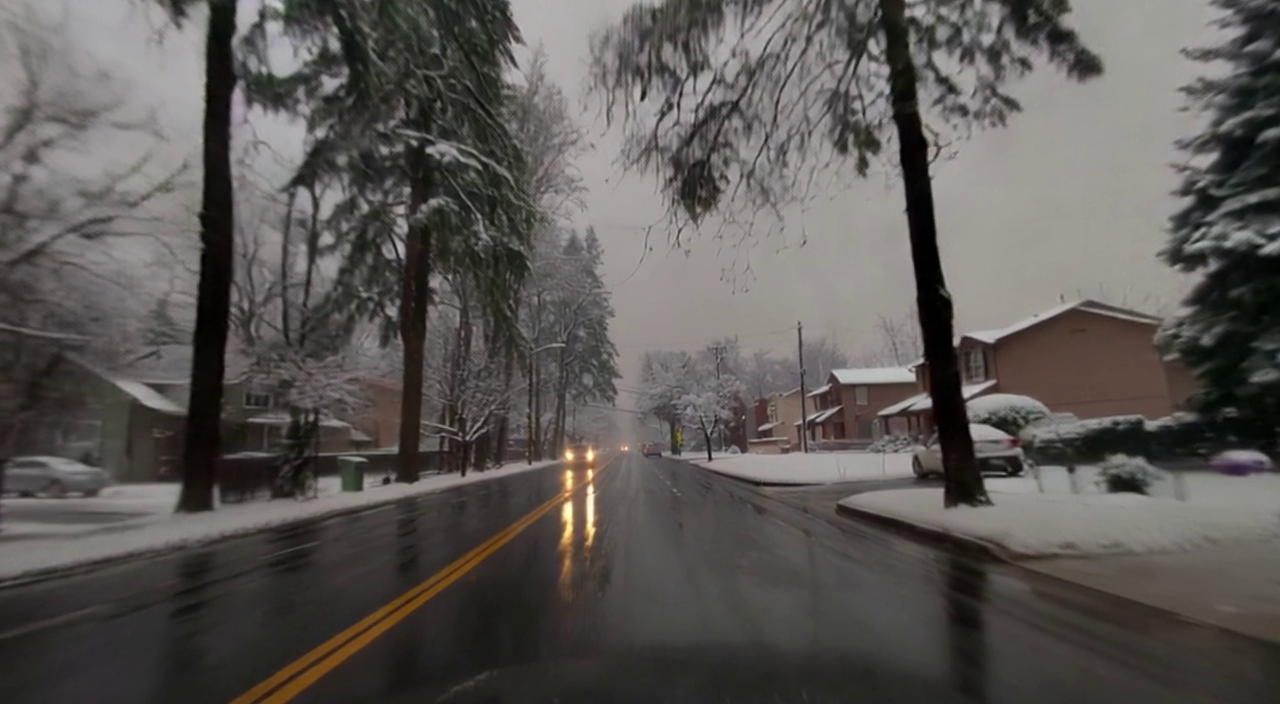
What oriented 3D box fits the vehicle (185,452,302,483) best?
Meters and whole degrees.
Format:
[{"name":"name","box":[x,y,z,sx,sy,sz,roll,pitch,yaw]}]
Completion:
[{"name":"vehicle","box":[-19.707,5.750,31.529,4.459,1.432,1.979,0,-9,-1]}]

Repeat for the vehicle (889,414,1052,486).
[{"name":"vehicle","box":[10.677,3.257,21.131,2.305,2.041,5.711,0,-9,0]}]

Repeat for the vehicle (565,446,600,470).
[{"name":"vehicle","box":[-4.157,7.786,46.587,2.208,1.663,4.326,0,-9,0]}]
